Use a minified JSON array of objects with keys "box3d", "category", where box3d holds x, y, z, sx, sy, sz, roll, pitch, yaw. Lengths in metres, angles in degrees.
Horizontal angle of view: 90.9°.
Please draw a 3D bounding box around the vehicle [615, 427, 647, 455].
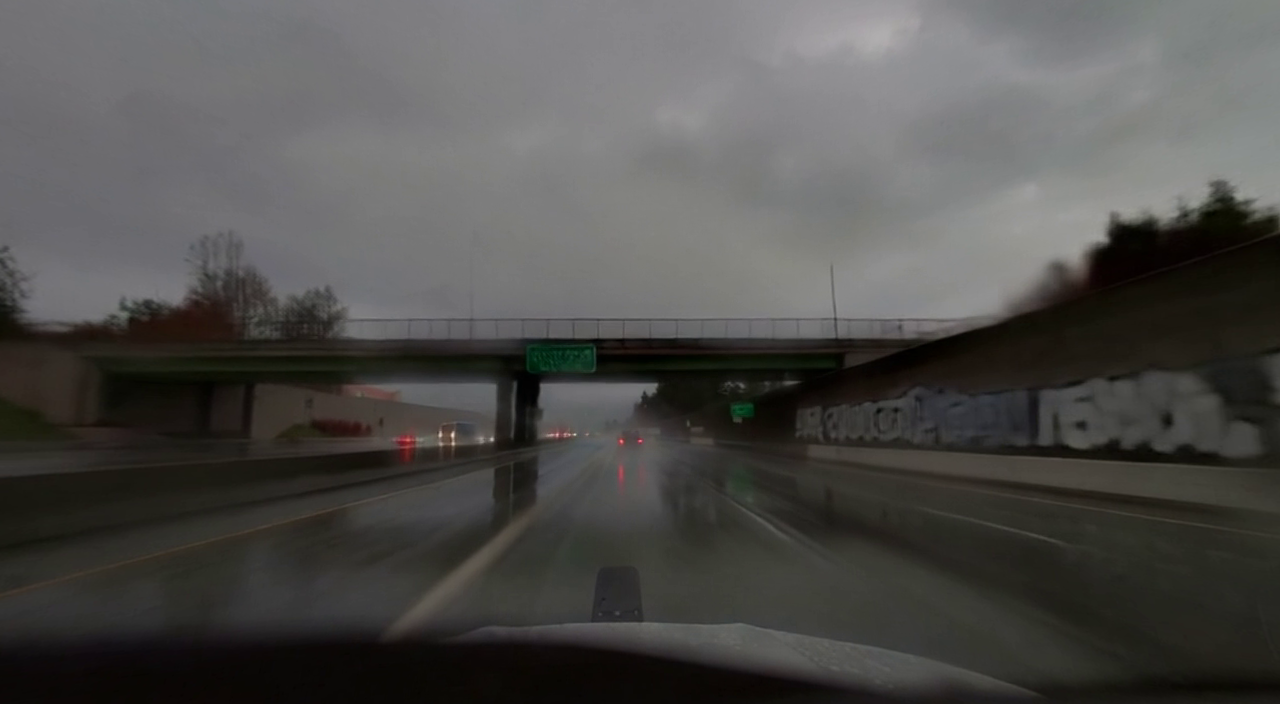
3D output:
[{"box3d":[-0.717,6.540,46.348,2.277,1.913,4.510,0,-8,-2],"category":"vehicle"}]
